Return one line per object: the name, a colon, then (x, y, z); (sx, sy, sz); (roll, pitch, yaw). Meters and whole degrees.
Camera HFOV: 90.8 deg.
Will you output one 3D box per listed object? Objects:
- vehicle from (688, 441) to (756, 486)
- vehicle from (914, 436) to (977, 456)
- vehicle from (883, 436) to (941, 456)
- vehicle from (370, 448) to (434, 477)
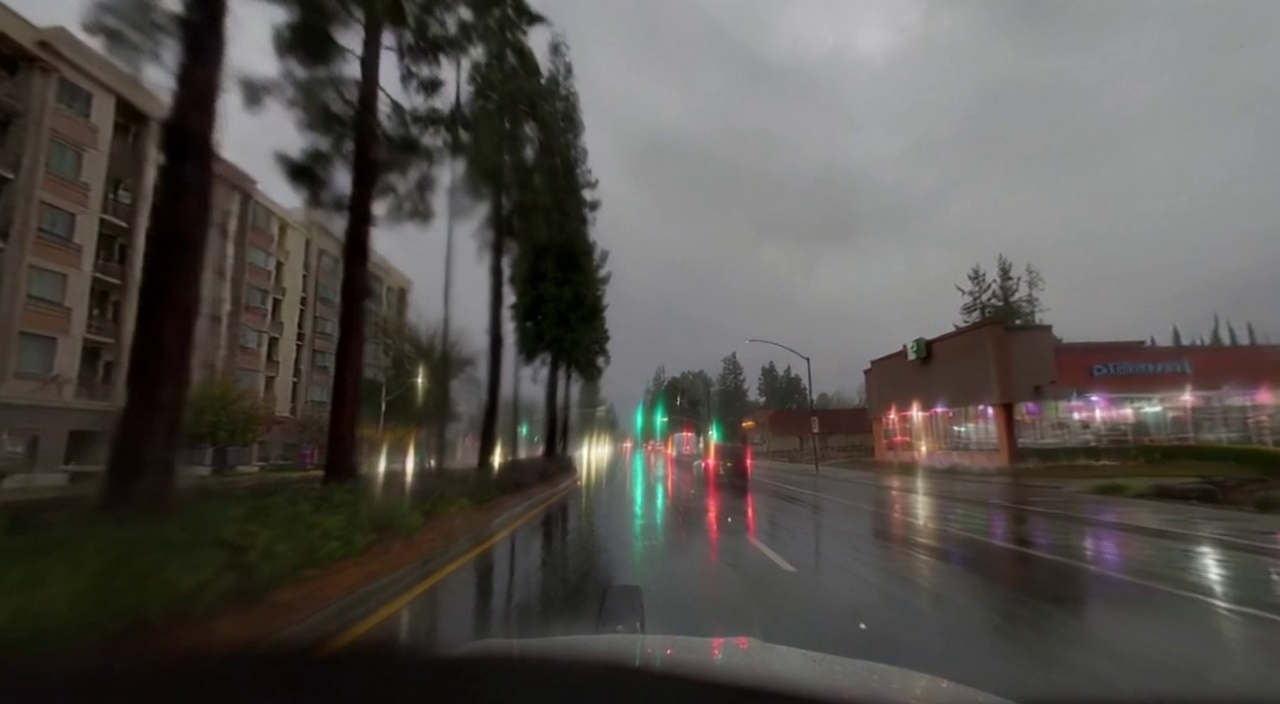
vehicle: (3.160, 4.340, 25.086); (2.041, 1.531, 4.236); (1, -7, -1)
vehicle: (19.261, 5.937, 39.874); (3.242, 1.165, 1.363); (1, -7, -5)
vehicle: (19.335, 6.670, 44.955); (3.361, 1.321, 1.571); (2, -7, -7)
vehicle: (-14.116, 6.560, 37.738); (1.988, 1.527, 4.359); (0, -7, 2)
